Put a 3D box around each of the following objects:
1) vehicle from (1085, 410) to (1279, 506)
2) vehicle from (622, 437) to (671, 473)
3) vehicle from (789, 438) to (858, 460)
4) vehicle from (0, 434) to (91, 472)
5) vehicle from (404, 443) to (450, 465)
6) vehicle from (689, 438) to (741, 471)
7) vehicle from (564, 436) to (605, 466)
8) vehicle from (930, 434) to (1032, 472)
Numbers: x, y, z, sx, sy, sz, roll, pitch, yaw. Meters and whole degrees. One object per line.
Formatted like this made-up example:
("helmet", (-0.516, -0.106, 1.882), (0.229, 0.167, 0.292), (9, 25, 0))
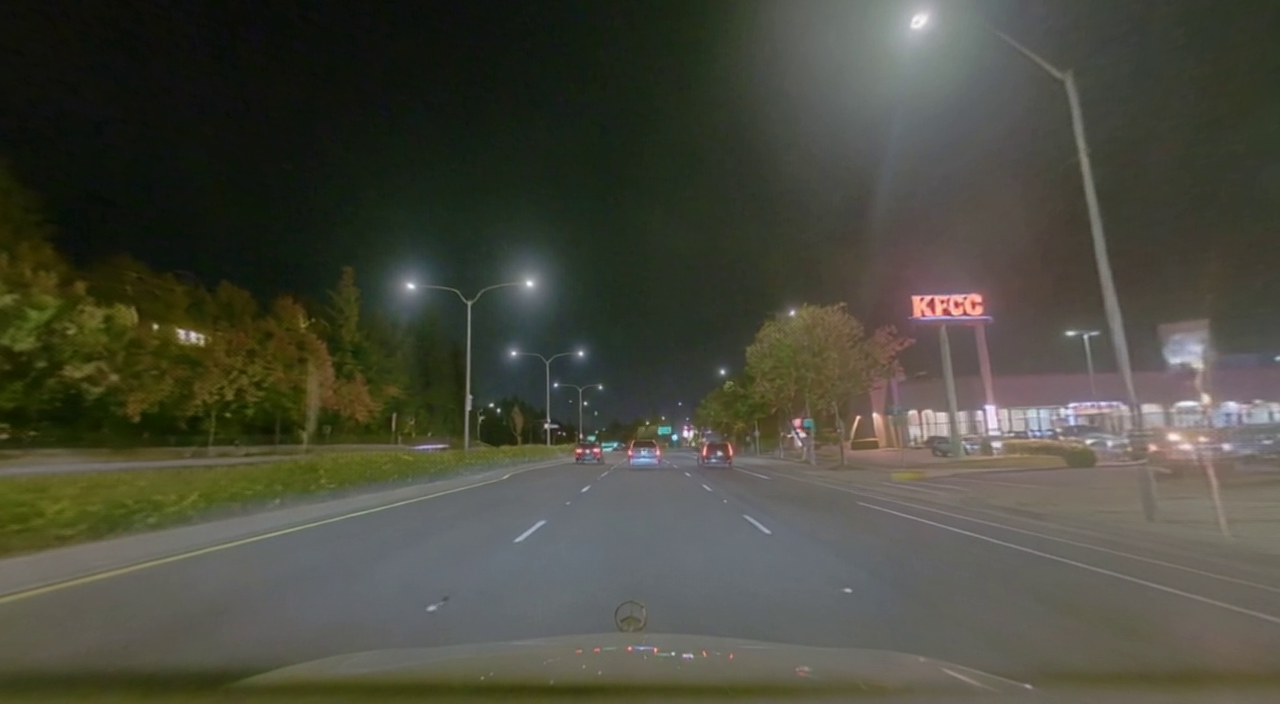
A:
("vehicle", (13.094, 2.234, 13.631), (5.144, 1.834, 2.188), (-2, -9, 2))
("vehicle", (0.270, 4.601, 28.408), (2.059, 1.477, 4.216), (0, -8, 0))
("vehicle", (13.246, 7.032, 45.718), (4.622, 1.469, 1.934), (-2, -9, 10))
("vehicle", (-35.500, 5.706, 35.986), (2.578, 1.973, 6.455), (1, -8, -1))
("vehicle", (-15.520, 7.440, 46.092), (1.796, 1.466, 4.362), (0, -8, 1))
("vehicle", (3.608, 5.047, 31.270), (2.012, 1.462, 4.400), (0, -8, 0))
("vehicle", (-3.182, 5.807, 37.082), (1.995, 1.607, 4.086), (0, -8, 1))
("vehicle", (15.096, 4.486, 28.239), (2.099, 1.526, 4.555), (-1, -8, 2))
